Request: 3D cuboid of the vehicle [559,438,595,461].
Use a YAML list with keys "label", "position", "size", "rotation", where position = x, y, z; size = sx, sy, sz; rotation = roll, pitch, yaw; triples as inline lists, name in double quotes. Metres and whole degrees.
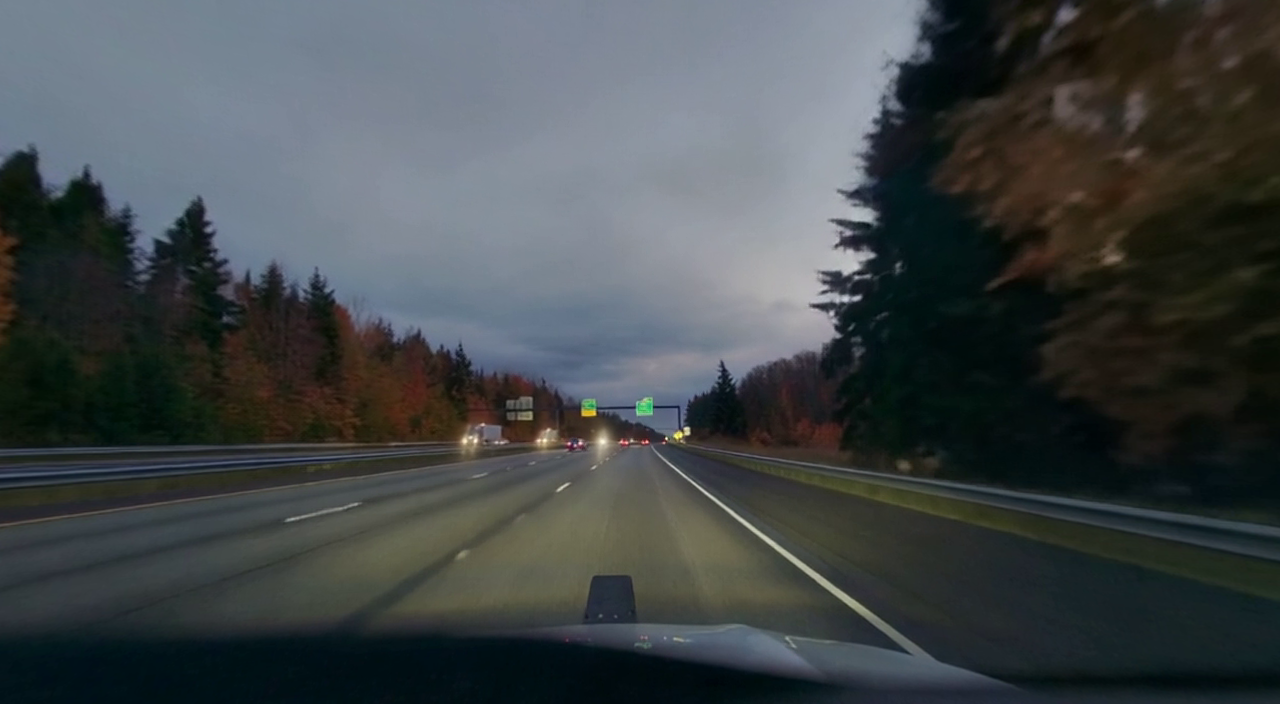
- label: "vehicle"
  position: [-4.347, 6.790, 44.035]
  size: [2.004, 1.497, 4.260]
  rotation: [0, -8, 1]
